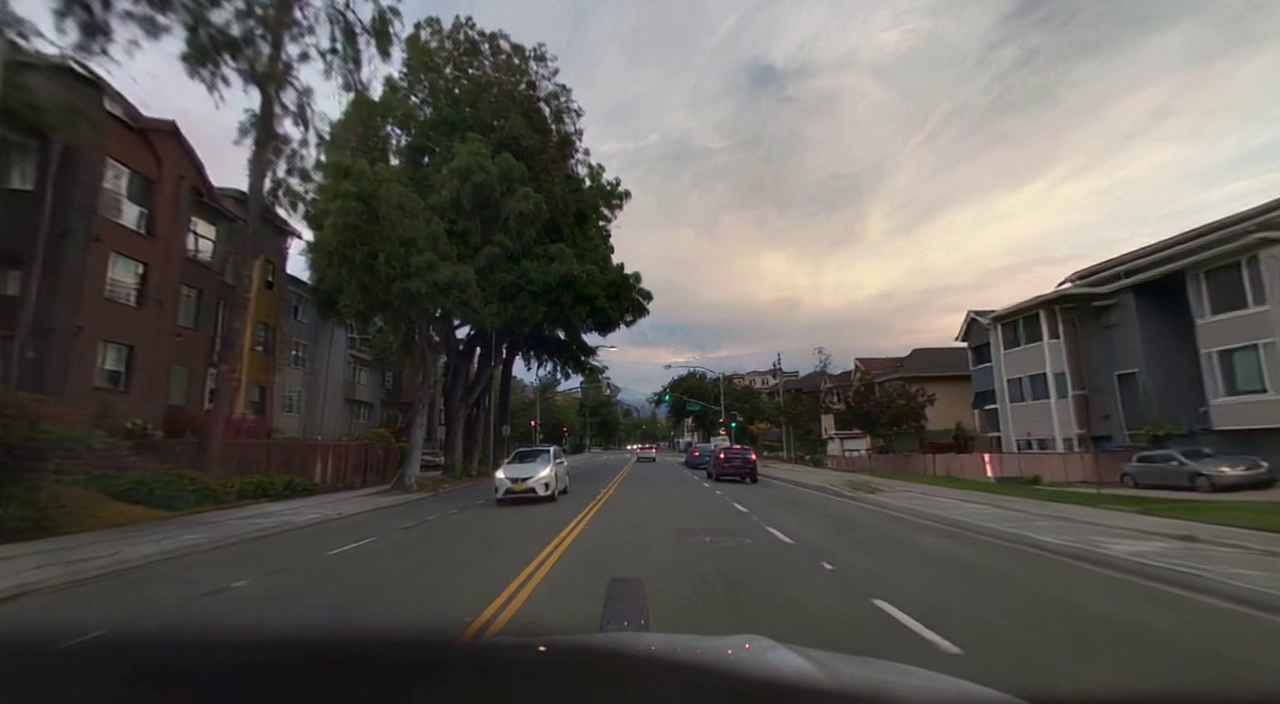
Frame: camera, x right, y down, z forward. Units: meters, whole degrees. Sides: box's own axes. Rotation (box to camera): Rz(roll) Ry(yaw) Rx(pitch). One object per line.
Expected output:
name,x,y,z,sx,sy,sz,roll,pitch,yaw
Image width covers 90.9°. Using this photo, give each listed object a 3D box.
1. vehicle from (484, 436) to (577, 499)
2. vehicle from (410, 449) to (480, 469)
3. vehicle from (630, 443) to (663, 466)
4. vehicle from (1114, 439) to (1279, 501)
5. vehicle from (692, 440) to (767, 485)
vehicle,-3.085,3.343,18.608,1.954,1.618,4.050,0,-9,1
vehicle,-15.219,8.331,49.307,4.727,1.483,2.002,-1,-8,3
vehicle,0.370,6.880,42.460,2.097,1.463,4.043,0,-9,-1
vehicle,17.893,3.735,20.383,1.831,1.778,3.787,1,-9,-7
vehicle,3.222,4.077,23.636,2.078,1.488,4.741,0,-8,0
